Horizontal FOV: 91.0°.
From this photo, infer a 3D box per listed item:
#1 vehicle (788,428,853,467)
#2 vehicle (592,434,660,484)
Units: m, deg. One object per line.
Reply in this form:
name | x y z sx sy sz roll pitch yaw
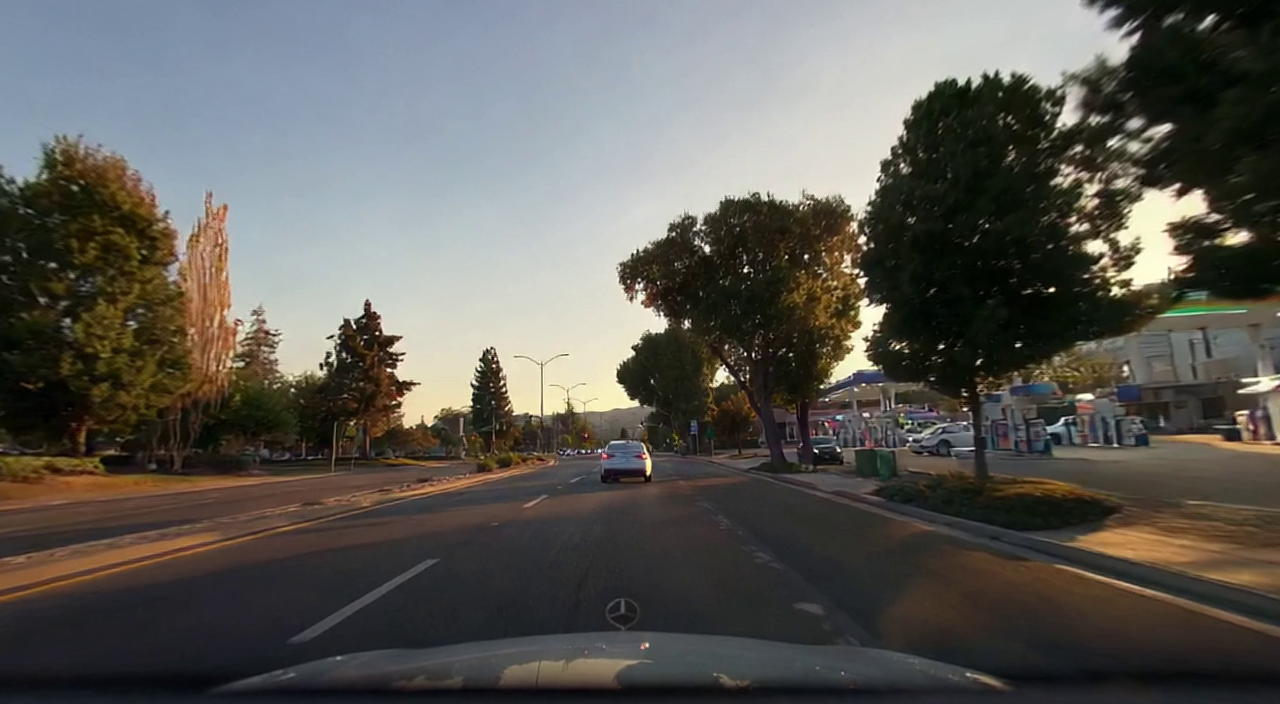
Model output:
vehicle | 9.272 4.957 32.720 2.083 1.882 4.674 0 -8 1
vehicle | -0.410 3.585 21.411 2.062 1.519 4.214 0 -8 0
